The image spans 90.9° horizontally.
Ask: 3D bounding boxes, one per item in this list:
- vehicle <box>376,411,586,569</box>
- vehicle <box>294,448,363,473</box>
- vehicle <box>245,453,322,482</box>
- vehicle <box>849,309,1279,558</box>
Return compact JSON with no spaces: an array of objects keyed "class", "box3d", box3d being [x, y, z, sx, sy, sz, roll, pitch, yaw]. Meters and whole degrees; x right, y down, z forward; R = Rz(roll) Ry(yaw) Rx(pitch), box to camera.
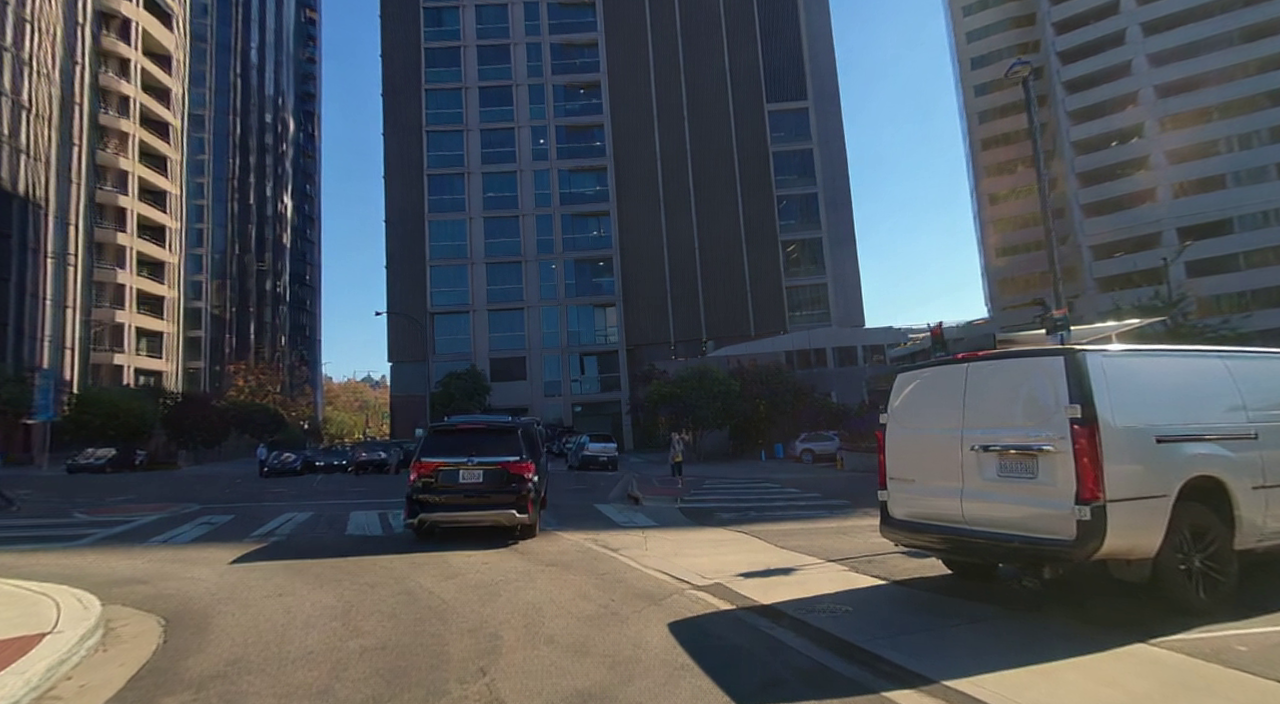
[{"class":"vehicle","box3d":[-1.941,1.838,9.144,2.144,1.733,4.115,0,-8,-3]},{"class":"vehicle","box3d":[-19.878,6.933,40.315,3.692,1.509,1.803,3,-9,-20]},{"class":"vehicle","box3d":[-19.446,6.290,34.513,3.467,1.456,1.649,4,-9,-24]},{"class":"vehicle","box3d":[6.663,1.053,8.235,6.932,2.753,2.446,0,-8,1]}]
